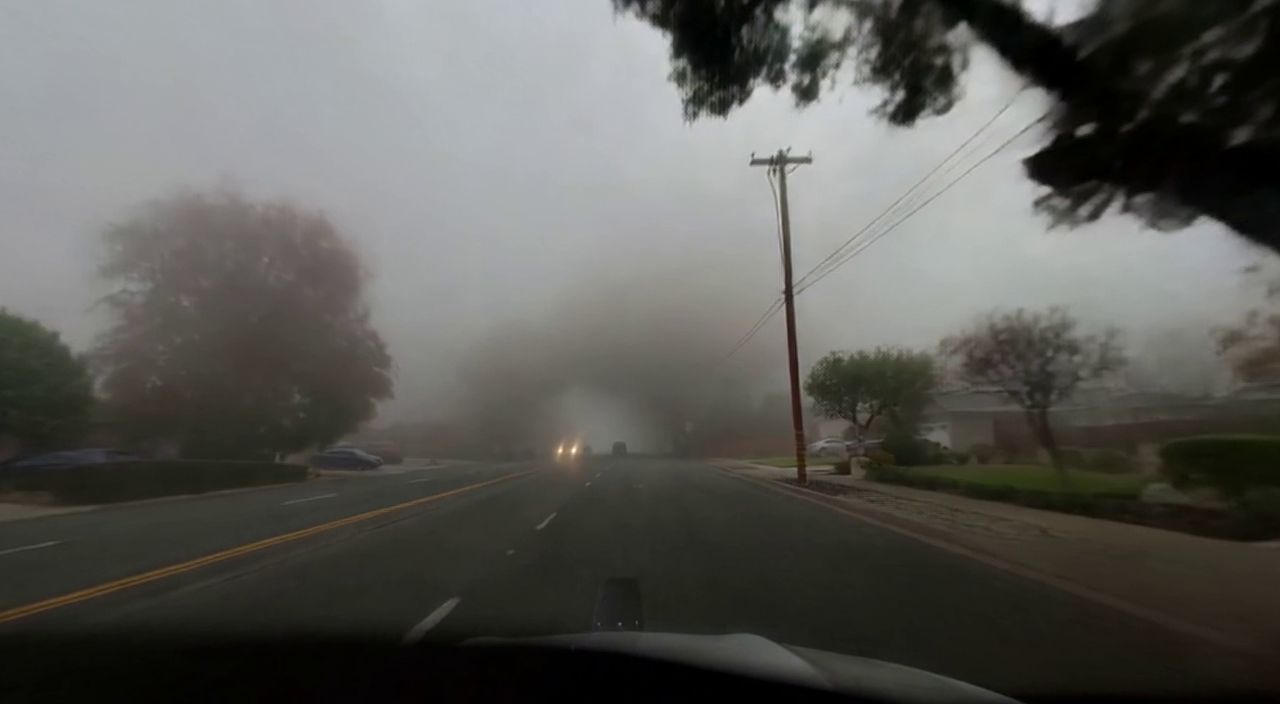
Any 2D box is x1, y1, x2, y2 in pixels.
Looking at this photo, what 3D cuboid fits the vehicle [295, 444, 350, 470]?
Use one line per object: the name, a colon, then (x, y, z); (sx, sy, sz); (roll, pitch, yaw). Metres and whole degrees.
vehicle: (-22.603, 7.413, 44.910); (2.253, 1.768, 4.266); (8, -11, -44)
